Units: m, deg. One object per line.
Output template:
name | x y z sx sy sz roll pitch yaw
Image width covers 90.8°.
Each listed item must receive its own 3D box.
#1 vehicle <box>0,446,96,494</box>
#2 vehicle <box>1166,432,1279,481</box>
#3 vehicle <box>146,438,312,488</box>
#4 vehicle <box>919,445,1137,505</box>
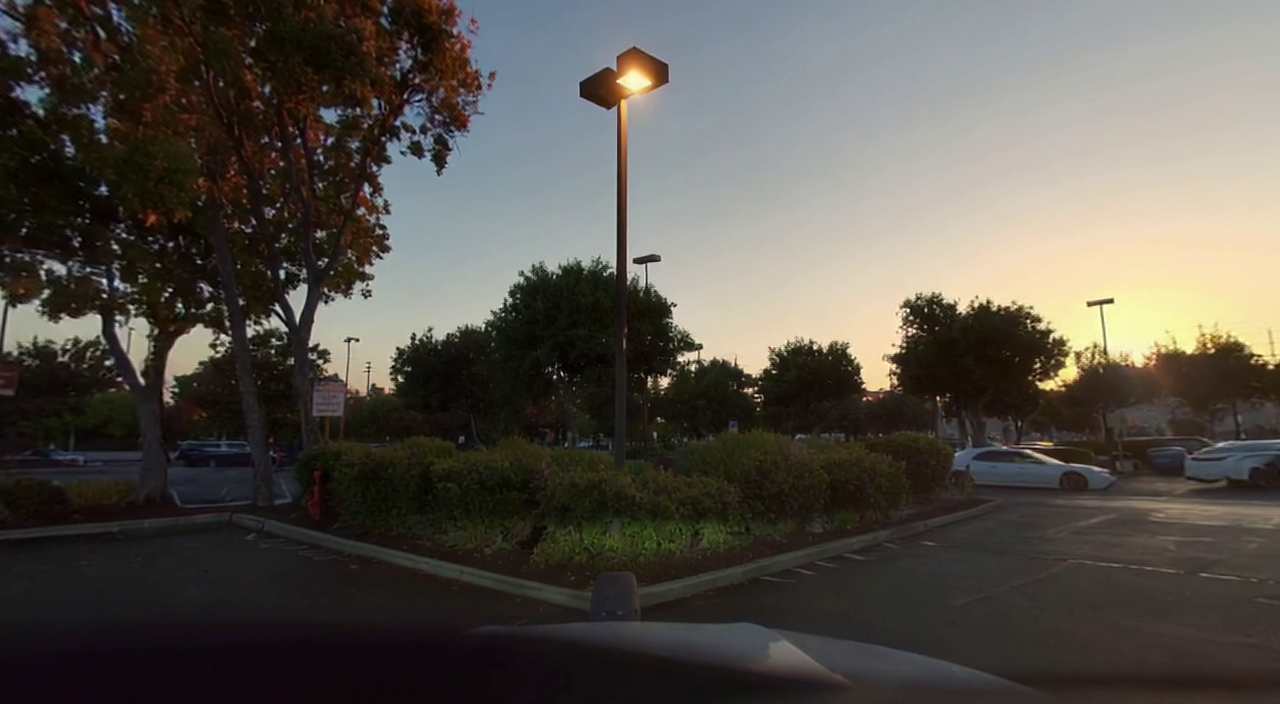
vehicle | -19.430 3.600 19.220 1.790 1.396 4.000 -10 -13 40
vehicle | 23.402 3.964 24.009 4.939 1.664 2.055 -10 -11 42
vehicle | -15.212 4.091 23.608 1.921 1.632 4.752 -8 -12 42
vehicle | 10.643 3.340 17.620 4.772 1.441 1.976 -8 -12 42
